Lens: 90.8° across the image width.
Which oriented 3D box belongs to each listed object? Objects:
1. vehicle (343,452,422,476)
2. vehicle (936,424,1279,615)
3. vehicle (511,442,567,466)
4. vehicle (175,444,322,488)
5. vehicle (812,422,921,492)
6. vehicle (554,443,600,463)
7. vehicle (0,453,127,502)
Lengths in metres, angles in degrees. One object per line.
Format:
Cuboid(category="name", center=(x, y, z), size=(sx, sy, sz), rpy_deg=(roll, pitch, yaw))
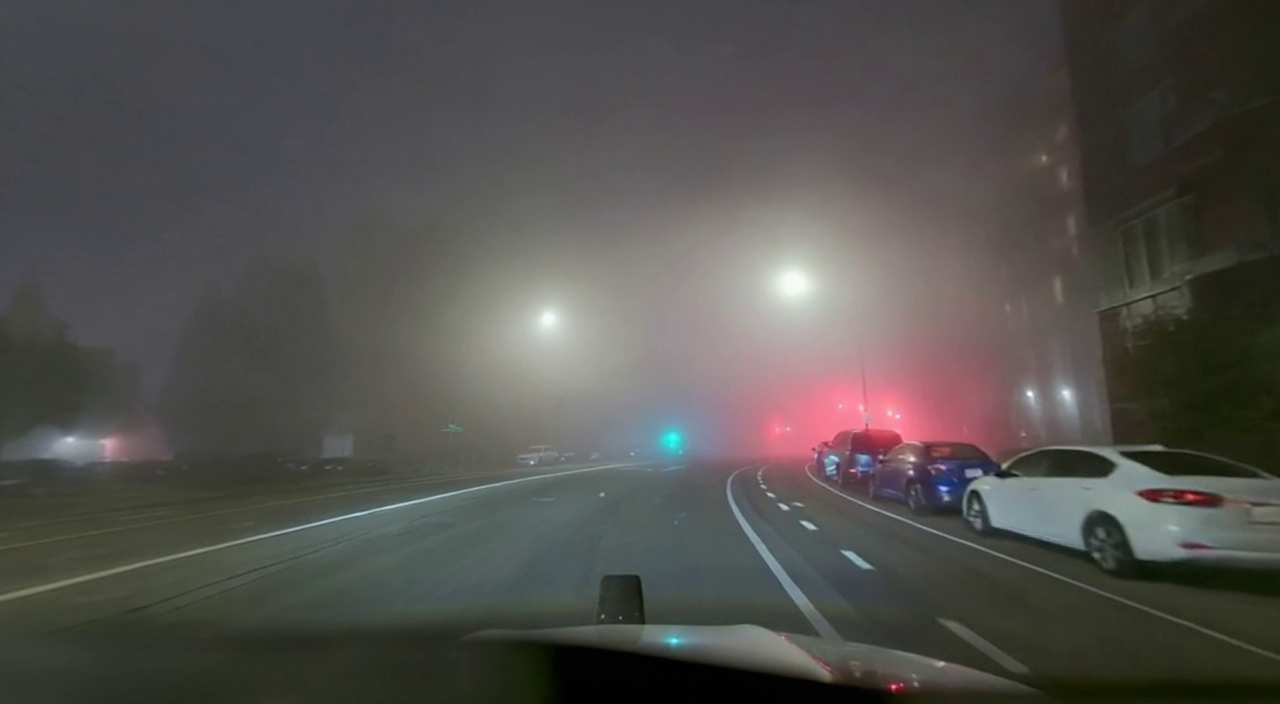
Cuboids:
Cuboid(category="vehicle", center=(-16.393, 7.144, 40.334), size=(4.178, 1.407, 2.012), rpy_deg=(-2, -9, 11))
Cuboid(category="vehicle", center=(5.613, 1.685, 7.489), size=(2.077, 1.502, 4.902), rpy_deg=(-1, -8, 4))
Cuboid(category="vehicle", center=(-6.712, 6.815, 42.467), size=(1.882, 1.508, 4.476), rpy_deg=(-3, -9, 16))
Cuboid(category="vehicle", center=(-19.614, 5.701, 31.791), size=(6.006, 1.964, 2.474), rpy_deg=(-1, -10, 9))
Cuboid(category="vehicle", center=(6.643, 3.127, 19.196), size=(2.041, 1.811, 5.168), rpy_deg=(-1, -8, 8))
Cuboid(category="vehicle", center=(-4.791, 7.747, 48.760), size=(1.841, 1.444, 4.554), rpy_deg=(-3, -9, 19))
Cuboid(category="vehicle", center=(-24.289, 5.156, 26.201), size=(4.462, 1.832, 2.103), rpy_deg=(-1, -8, 10))
